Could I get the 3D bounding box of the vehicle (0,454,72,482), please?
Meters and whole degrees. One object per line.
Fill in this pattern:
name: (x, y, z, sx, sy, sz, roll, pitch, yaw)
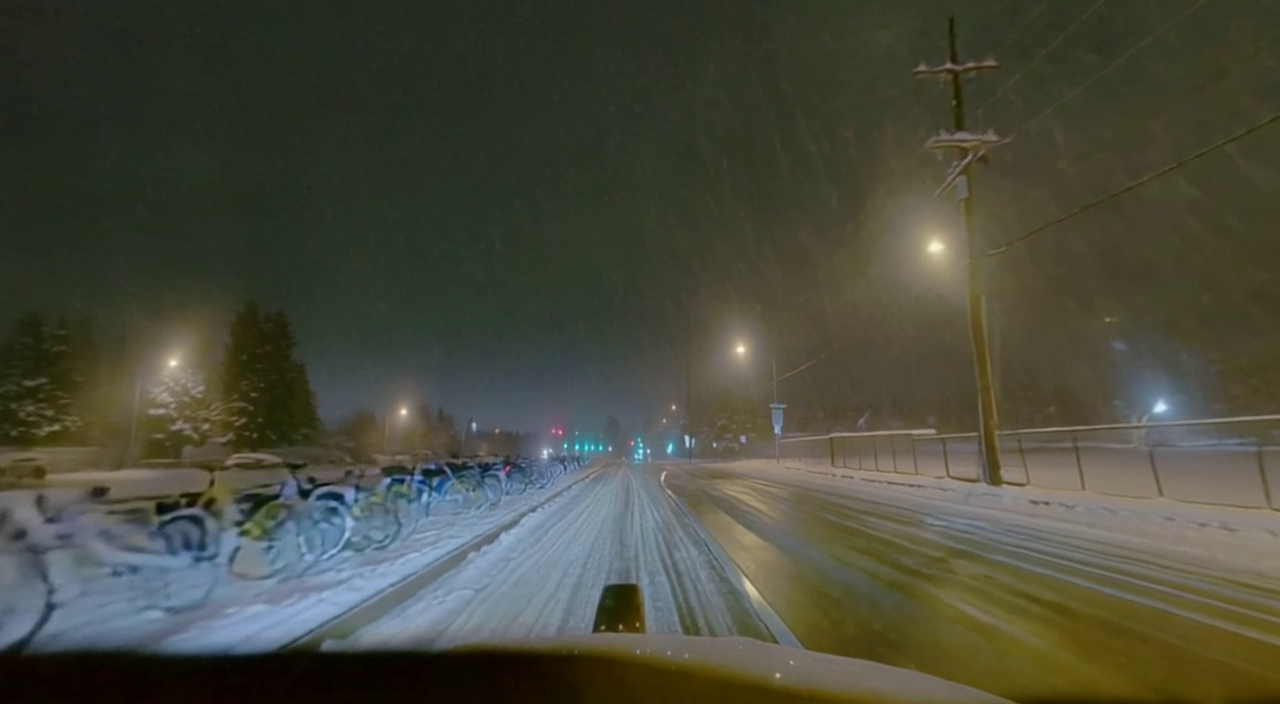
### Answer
vehicle: (-33.742, 6.250, 34.067, 4.327, 1.402, 1.757, 0, -8, -4)
